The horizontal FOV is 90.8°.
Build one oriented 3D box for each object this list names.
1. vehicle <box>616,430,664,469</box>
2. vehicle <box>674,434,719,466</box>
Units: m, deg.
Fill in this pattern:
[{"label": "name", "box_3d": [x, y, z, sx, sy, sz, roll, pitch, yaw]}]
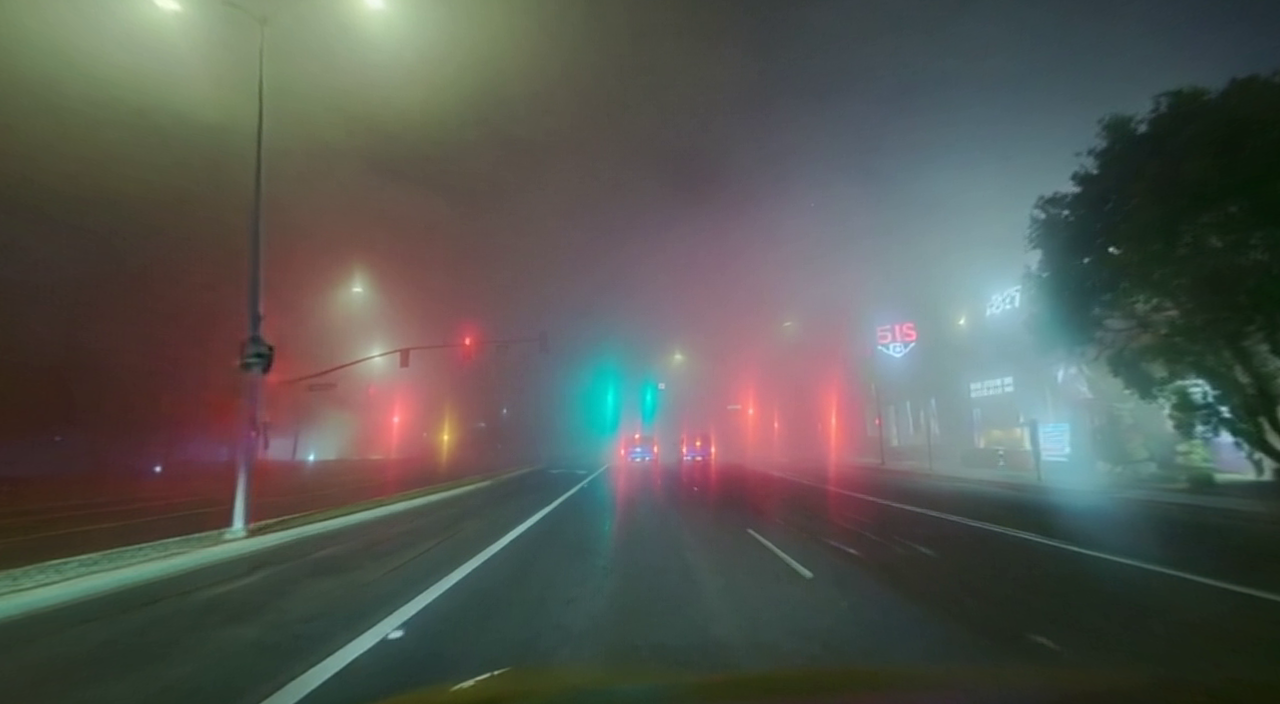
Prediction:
[{"label": "vehicle", "box_3d": [-0.082, 5.285, 34.289, 2.413, 1.939, 4.716, 0, -8, -2]}, {"label": "vehicle", "box_3d": [3.276, 5.792, 37.508, 2.107, 1.736, 4.228, 0, -8, -2]}]
